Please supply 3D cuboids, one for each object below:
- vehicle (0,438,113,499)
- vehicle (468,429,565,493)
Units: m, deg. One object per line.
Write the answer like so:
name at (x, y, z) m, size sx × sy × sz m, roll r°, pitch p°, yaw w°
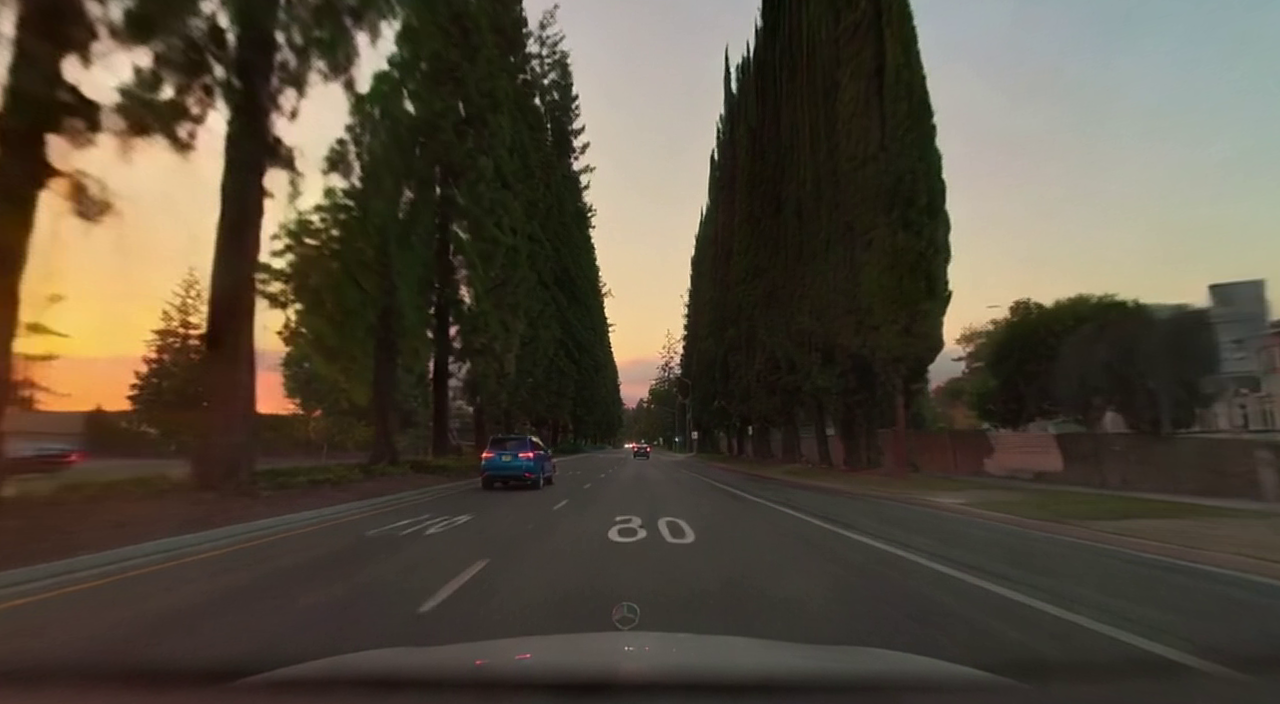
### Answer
vehicle at (-25.831, 4.590, 25.152) m, size 2.691 × 2.305 × 8.031 m, roll 0°, pitch -8°, yaw 1°
vehicle at (-3.659, 3.326, 19.571) m, size 2.078 × 1.748 × 4.279 m, roll 0°, pitch -8°, yaw 0°
